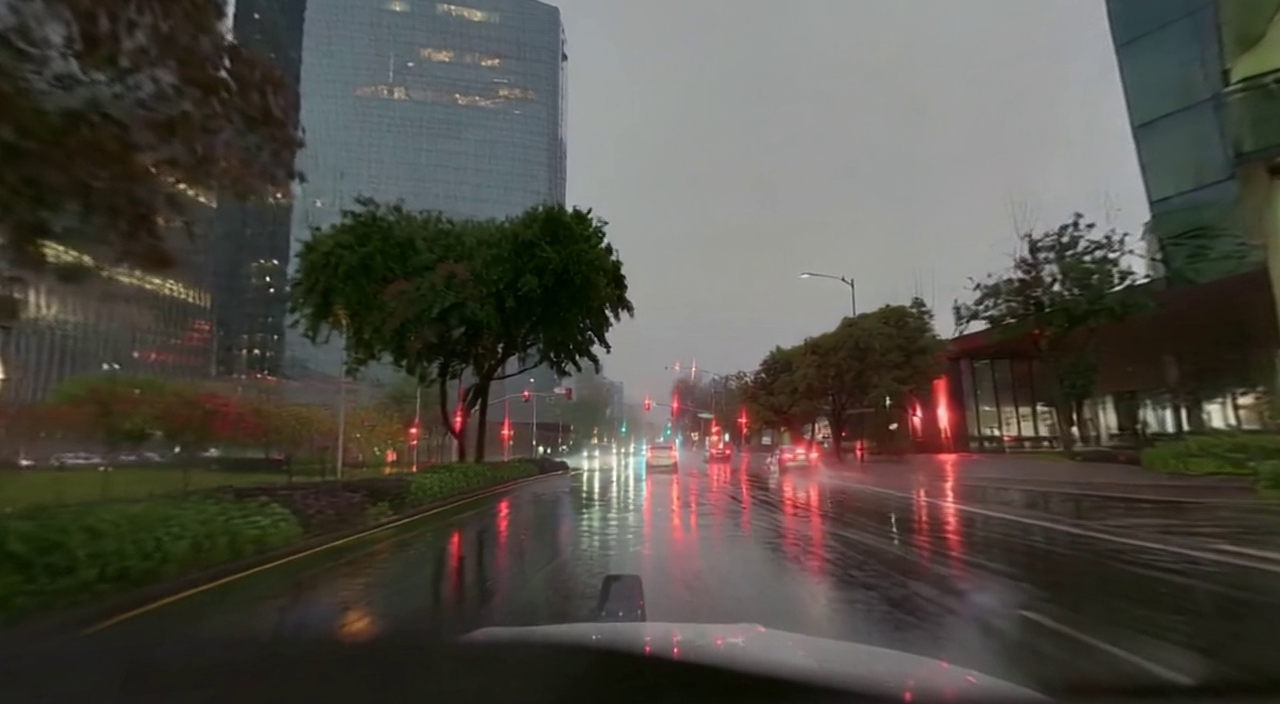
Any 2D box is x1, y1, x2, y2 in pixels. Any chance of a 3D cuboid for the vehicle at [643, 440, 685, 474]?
[{"bbox_3d":[1.277,5.561,33.555,2.092,1.660,4.319,0,-9,2],"label":"vehicle"}]
